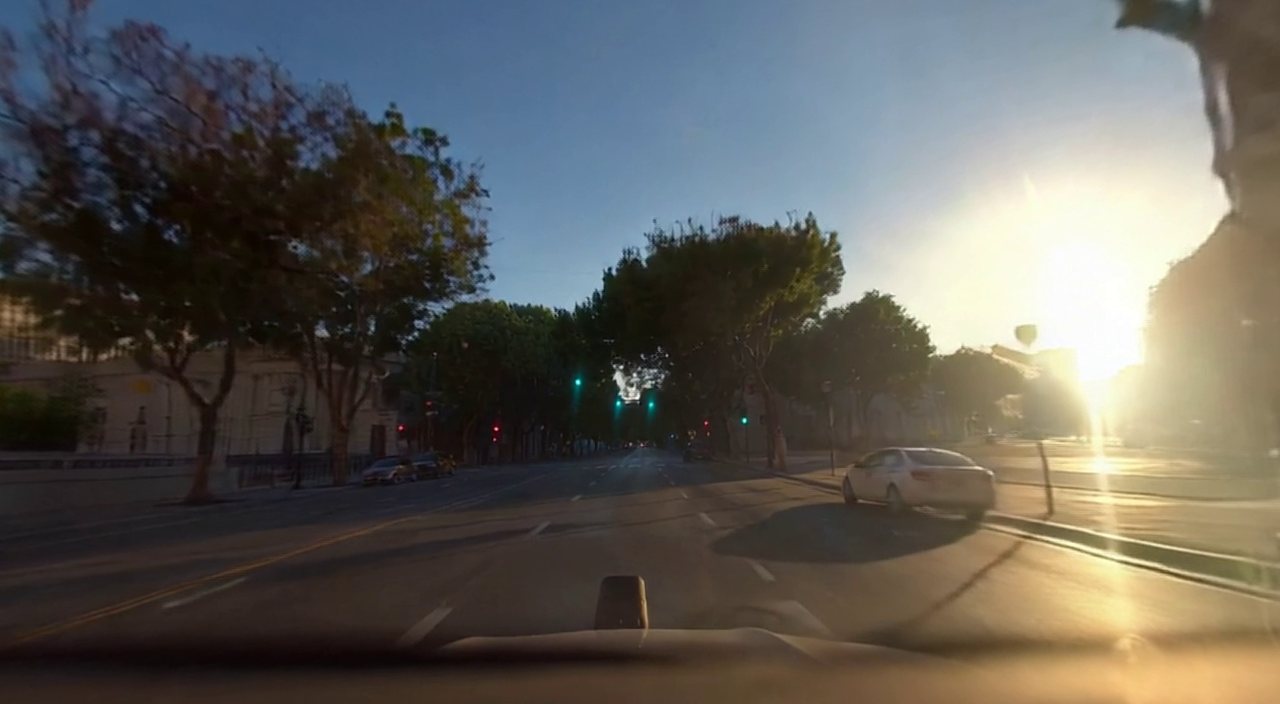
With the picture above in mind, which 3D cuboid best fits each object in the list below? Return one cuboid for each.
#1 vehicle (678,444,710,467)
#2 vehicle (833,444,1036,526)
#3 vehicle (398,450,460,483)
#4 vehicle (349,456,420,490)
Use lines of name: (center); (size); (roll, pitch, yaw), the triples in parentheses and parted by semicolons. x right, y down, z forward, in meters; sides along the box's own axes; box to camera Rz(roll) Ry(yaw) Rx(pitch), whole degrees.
vehicle: (3.913, 7.348, 44.995); (2.085, 1.530, 4.125); (-1, -8, 7)
vehicle: (6.014, 2.729, 13.729); (2.091, 1.445, 4.678); (0, -8, -1)
vehicle: (-12.759, 6.909, 38.525); (2.011, 1.668, 5.474); (-3, -8, -1)
vehicle: (-12.569, 5.970, 31.389); (1.767, 1.455, 4.389); (0, -8, 0)
